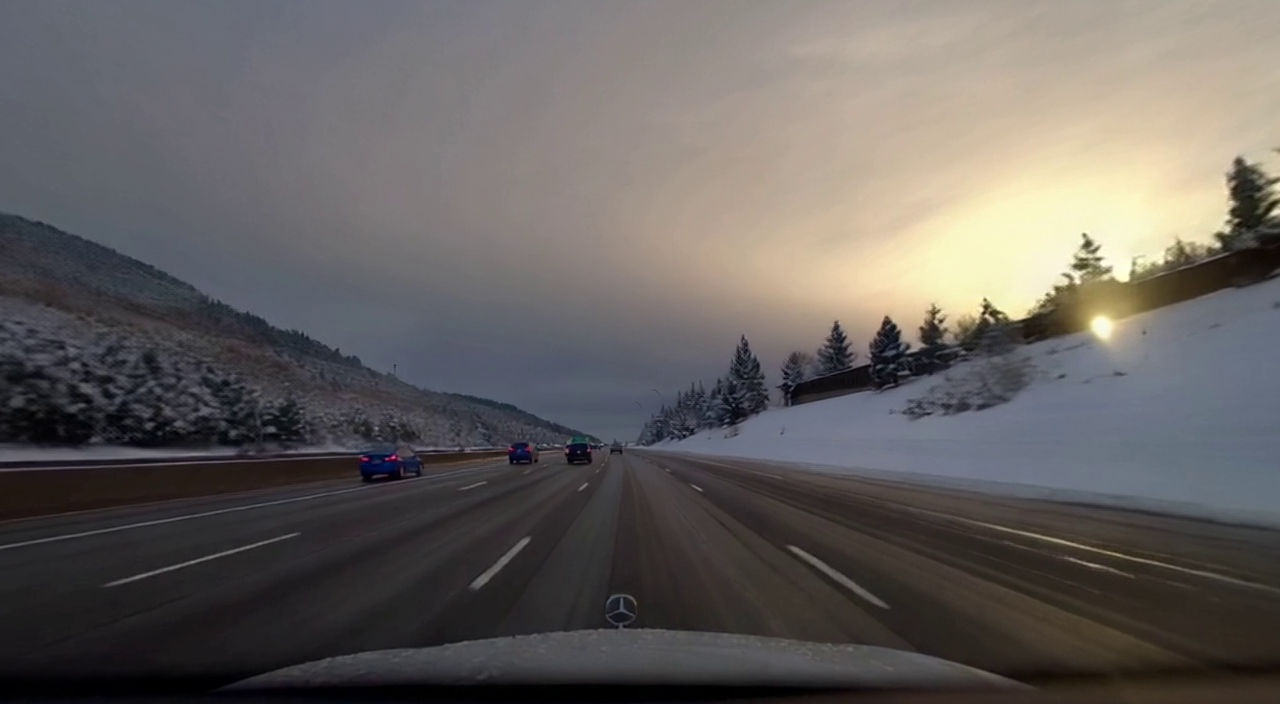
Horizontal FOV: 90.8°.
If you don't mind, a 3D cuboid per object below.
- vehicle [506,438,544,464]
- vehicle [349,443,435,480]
[{"bbox_3d":[-8.295,7.206,45.984,2.074,1.768,4.805,0,-9,-2],"label":"vehicle"},{"bbox_3d":[-10.677,4.736,27.603,1.949,1.475,4.740,0,-9,-2],"label":"vehicle"}]
